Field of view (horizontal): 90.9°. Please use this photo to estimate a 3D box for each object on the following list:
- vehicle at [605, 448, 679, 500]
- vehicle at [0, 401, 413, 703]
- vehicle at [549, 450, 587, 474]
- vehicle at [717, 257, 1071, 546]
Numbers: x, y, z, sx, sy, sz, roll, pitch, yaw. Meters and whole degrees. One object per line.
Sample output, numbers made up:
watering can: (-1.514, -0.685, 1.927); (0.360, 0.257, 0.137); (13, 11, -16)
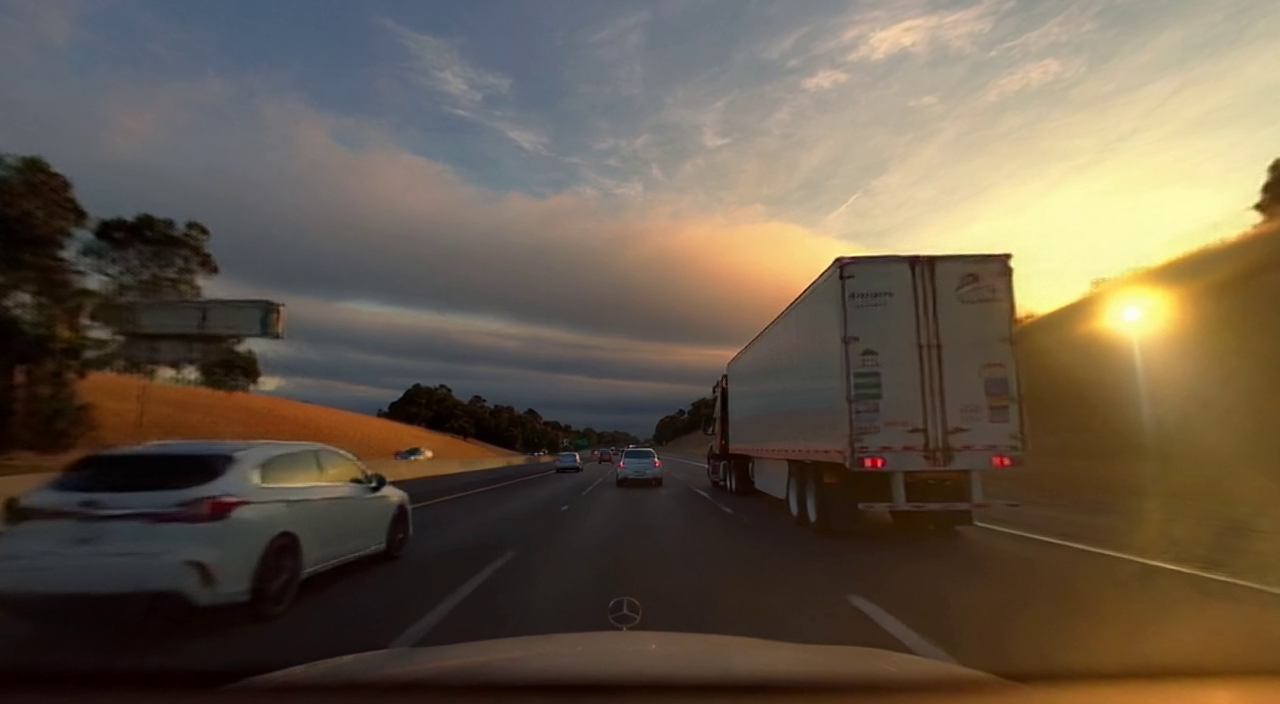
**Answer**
vehicle: (0.033, 3.667, 19.308); (2.023, 1.400, 4.028); (0, -9, -1)
vehicle: (-3.714, 1.359, 5.003); (2.153, 1.581, 4.375); (0, -9, 0)
vehicle: (-4.554, 7.043, 40.594); (2.017, 1.460, 4.382); (0, -9, -1)
vehicle: (4.398, 1.744, 16.053); (2.905, 4.109, 14.332); (0, -9, -1)
